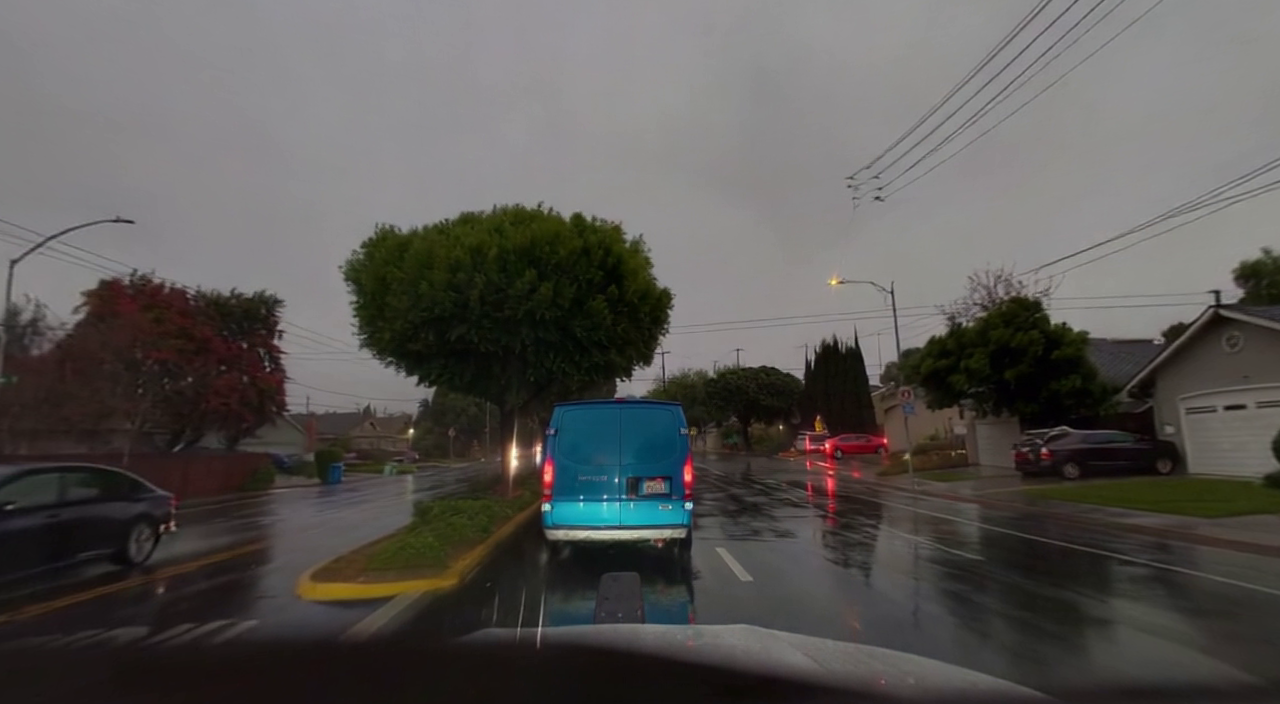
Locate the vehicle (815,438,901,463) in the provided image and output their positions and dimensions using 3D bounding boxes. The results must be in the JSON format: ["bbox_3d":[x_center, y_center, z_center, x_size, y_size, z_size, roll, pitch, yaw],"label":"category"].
[{"bbox_3d":[13.076,5.926,38.128,4.483,1.463,1.805,0,-9,-1],"label":"vehicle"}]

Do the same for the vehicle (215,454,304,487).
[{"bbox_3d":[-18.514,5.767,30.988,1.816,1.445,4.120,0,-9,0],"label":"vehicle"}]

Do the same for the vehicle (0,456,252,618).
[{"bbox_3d":[-7.159,2.066,7.823,1.962,1.481,4.434,0,-9,-2],"label":"vehicle"}]

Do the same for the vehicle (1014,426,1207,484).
[{"bbox_3d":[13.144,2.883,17.849,3.916,1.517,1.887,0,-9,-2],"label":"vehicle"}]

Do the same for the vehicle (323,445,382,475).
[{"bbox_3d":[-18.077,6.786,39.982,1.841,1.769,4.105,0,-9,-1],"label":"vehicle"}]

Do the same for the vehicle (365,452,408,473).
[{"bbox_3d":[-18.162,7.912,45.384,1.633,1.398,3.729,0,-9,-1],"label":"vehicle"}]

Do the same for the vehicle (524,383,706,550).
[{"bbox_3d":[-0.329,1.840,10.671,2.342,2.142,4.809,0,-9,0],"label":"vehicle"}]
